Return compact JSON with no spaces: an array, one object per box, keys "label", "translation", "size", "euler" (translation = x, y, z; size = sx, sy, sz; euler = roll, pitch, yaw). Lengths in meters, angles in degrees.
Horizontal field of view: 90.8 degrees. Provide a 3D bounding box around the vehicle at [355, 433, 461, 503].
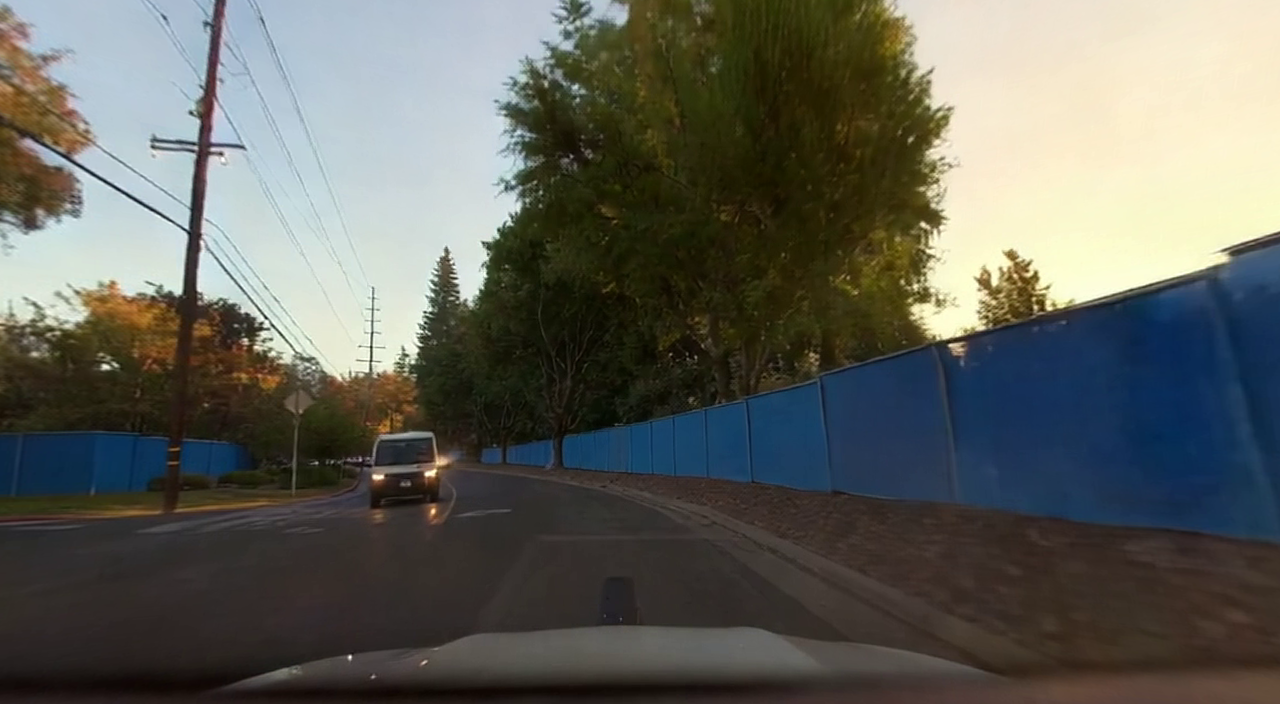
[{"label":"vehicle","translation":[-6.986,3.508,19.539],"size":[2.185,1.901,4.177],"euler":[1,-9,-8]}]
